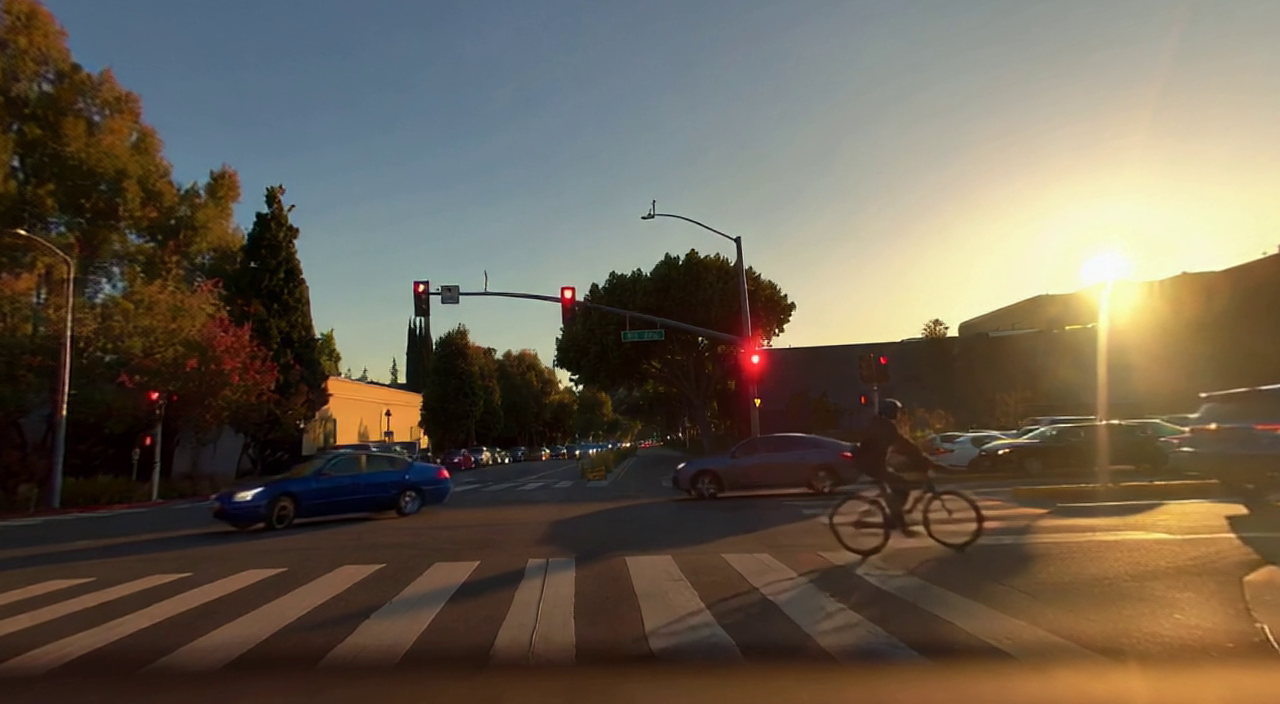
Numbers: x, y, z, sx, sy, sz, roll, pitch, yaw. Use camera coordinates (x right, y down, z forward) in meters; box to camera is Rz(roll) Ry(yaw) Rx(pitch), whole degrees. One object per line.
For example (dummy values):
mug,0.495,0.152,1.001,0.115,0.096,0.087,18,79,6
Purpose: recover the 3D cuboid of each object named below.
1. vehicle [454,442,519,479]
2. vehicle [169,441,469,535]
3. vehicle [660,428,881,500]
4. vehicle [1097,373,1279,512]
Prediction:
vehicle,-7.022,4.992,29.316,2.024,1.470,4.153,-3,-9,-1
vehicle,-5.692,2.384,11.649,4.533,1.419,1.755,5,-10,-30
vehicle,2.656,2.425,13.700,4.385,1.419,1.855,-1,-10,3
vehicle,10.149,1.252,9.234,5.122,1.781,2.098,-2,-9,3
